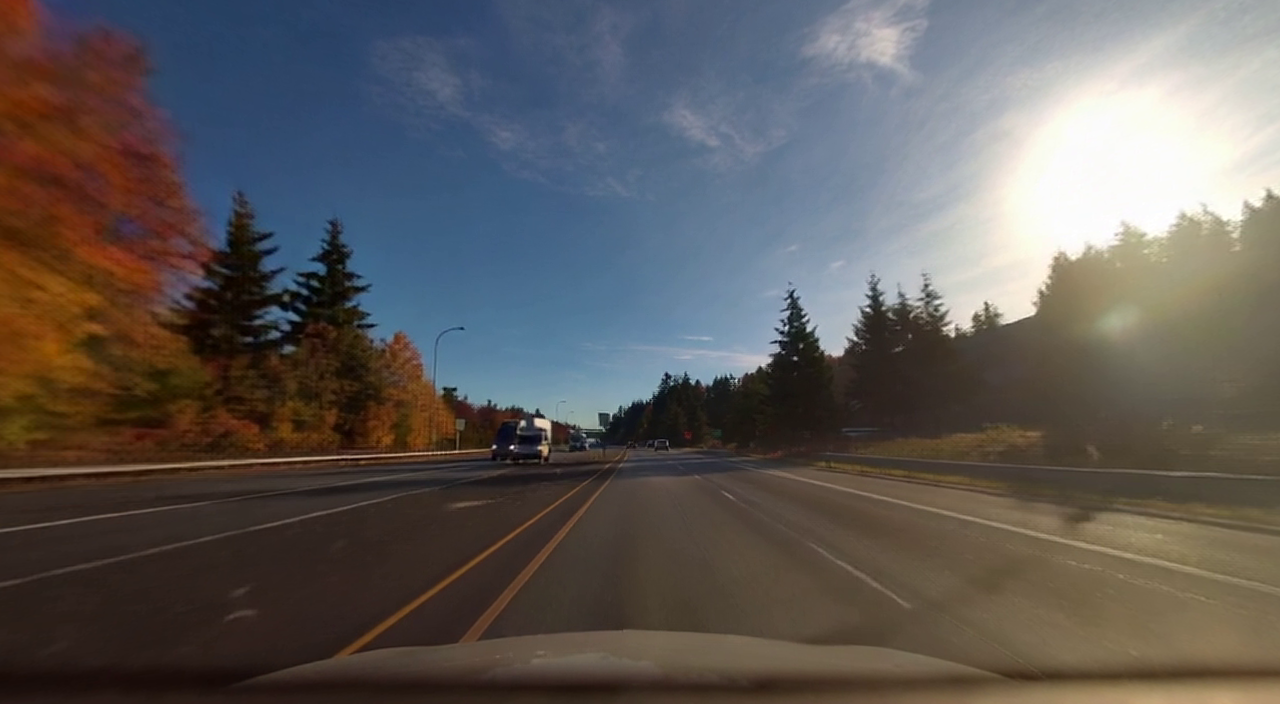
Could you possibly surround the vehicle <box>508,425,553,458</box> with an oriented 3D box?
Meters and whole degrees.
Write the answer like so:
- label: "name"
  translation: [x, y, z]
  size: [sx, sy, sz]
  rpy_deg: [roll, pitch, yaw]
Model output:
- label: "vehicle"
  translation: [-8.247, 6.830, 48.001]
  size: [2.314, 2.316, 5.813]
  rpy_deg: [0, -8, 1]
